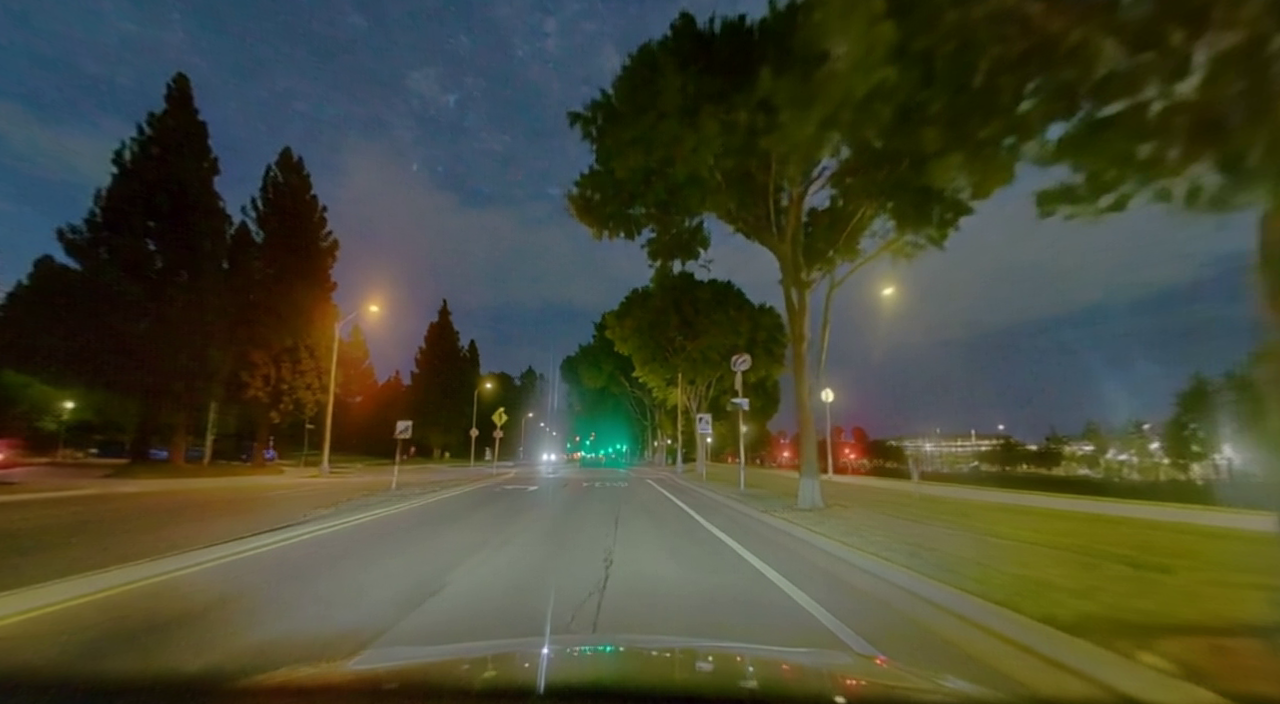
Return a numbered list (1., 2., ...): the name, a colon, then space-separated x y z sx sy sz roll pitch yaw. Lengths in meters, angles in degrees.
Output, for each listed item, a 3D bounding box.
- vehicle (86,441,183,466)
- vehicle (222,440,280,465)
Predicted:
1. vehicle: -32.130 6.457 40.257 4.534 1.488 1.930 -1 -9 2
2. vehicle: -29.962 7.739 48.837 1.922 1.805 4.208 0 -9 -3
